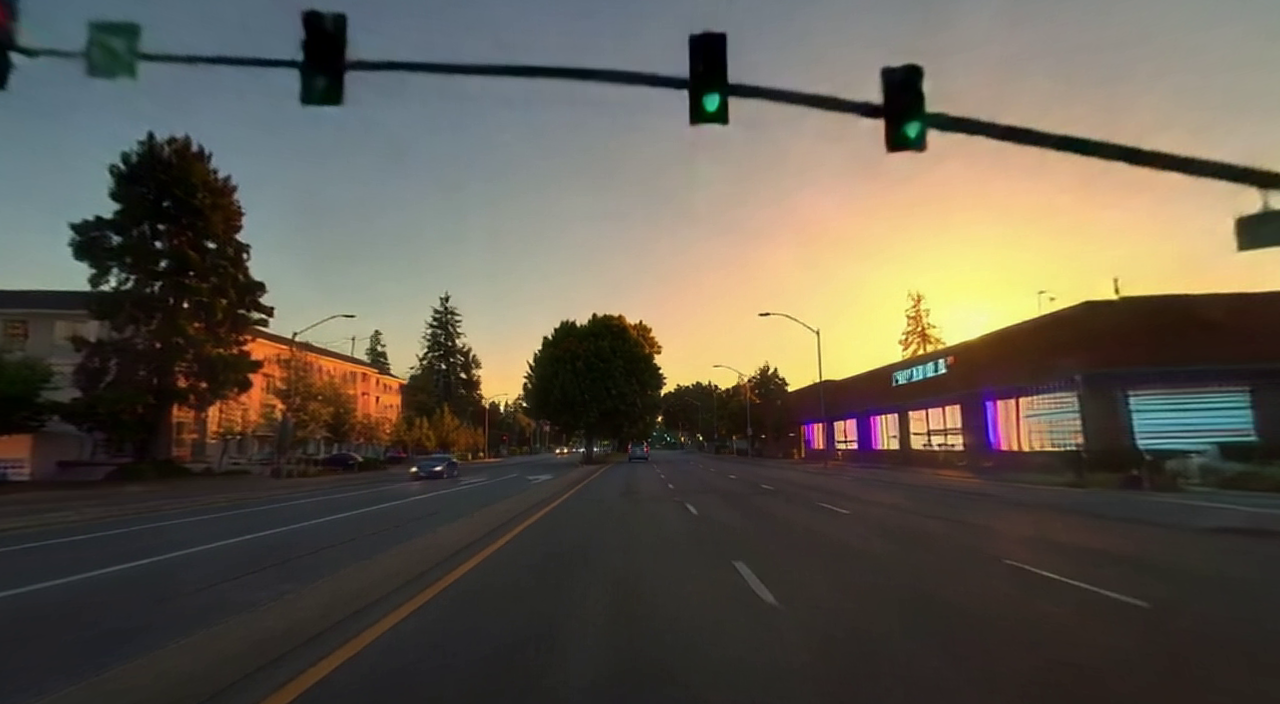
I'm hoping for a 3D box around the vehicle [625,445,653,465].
[{"bbox_3d":[-0.112,8.009,49.425,2.027,1.494,3.942,0,-8,-1],"label":"vehicle"}]

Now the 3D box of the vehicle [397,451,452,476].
[{"bbox_3d":[-14.163,7.366,41.865,1.896,1.485,4.655,0,-8,2],"label":"vehicle"}]
